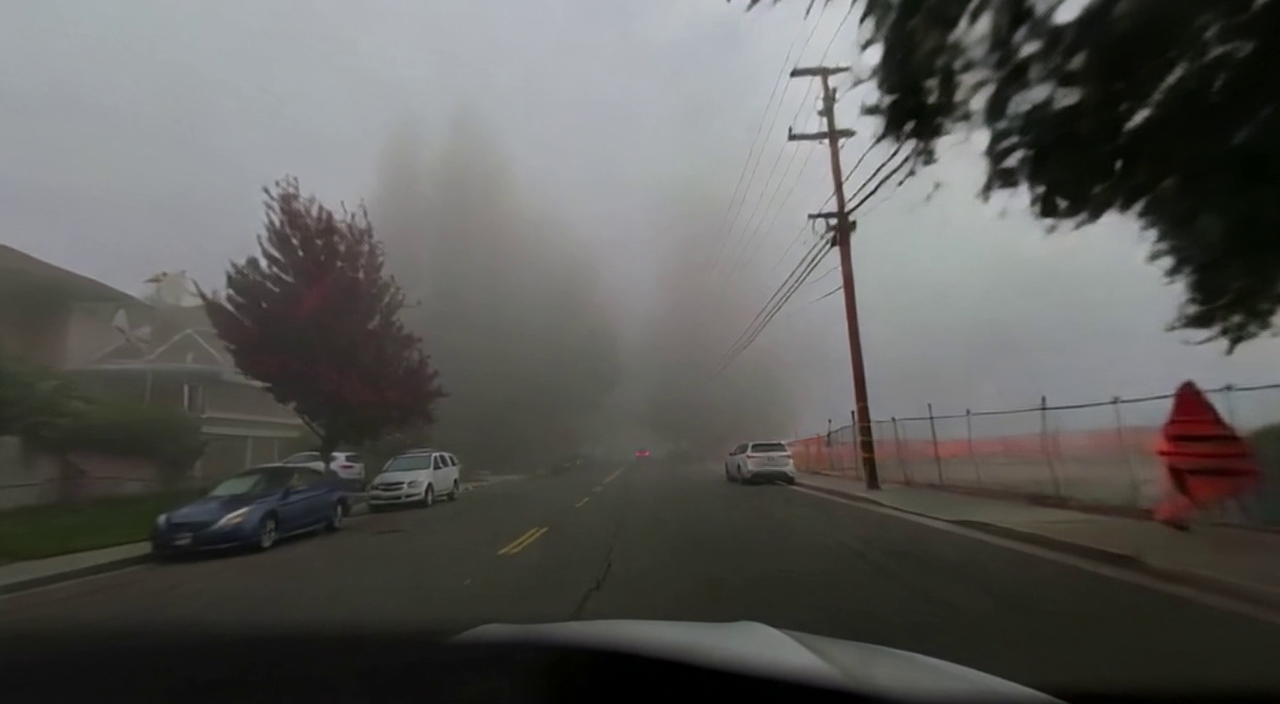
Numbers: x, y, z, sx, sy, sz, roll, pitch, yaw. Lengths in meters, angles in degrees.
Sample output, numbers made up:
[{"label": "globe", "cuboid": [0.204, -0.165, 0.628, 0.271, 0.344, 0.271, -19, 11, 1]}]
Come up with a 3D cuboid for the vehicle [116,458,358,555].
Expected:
[{"label": "vehicle", "cuboid": [-7.697, 2.936, 12.770, 2.041, 1.480, 4.474, -3, -9, -1]}]

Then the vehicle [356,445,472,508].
[{"label": "vehicle", "cuboid": [-7.400, 4.112, 21.315, 2.055, 1.806, 4.540, -2, -9, 3]}]

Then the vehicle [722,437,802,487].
[{"label": "vehicle", "cuboid": [4.182, 3.859, 22.384, 1.902, 1.542, 4.099, -2, -9, -1]}]

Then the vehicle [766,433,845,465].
[{"label": "vehicle", "cuboid": [10.551, 6.232, 40.522, 4.399, 1.884, 2.071, -1, -10, -1]}]
